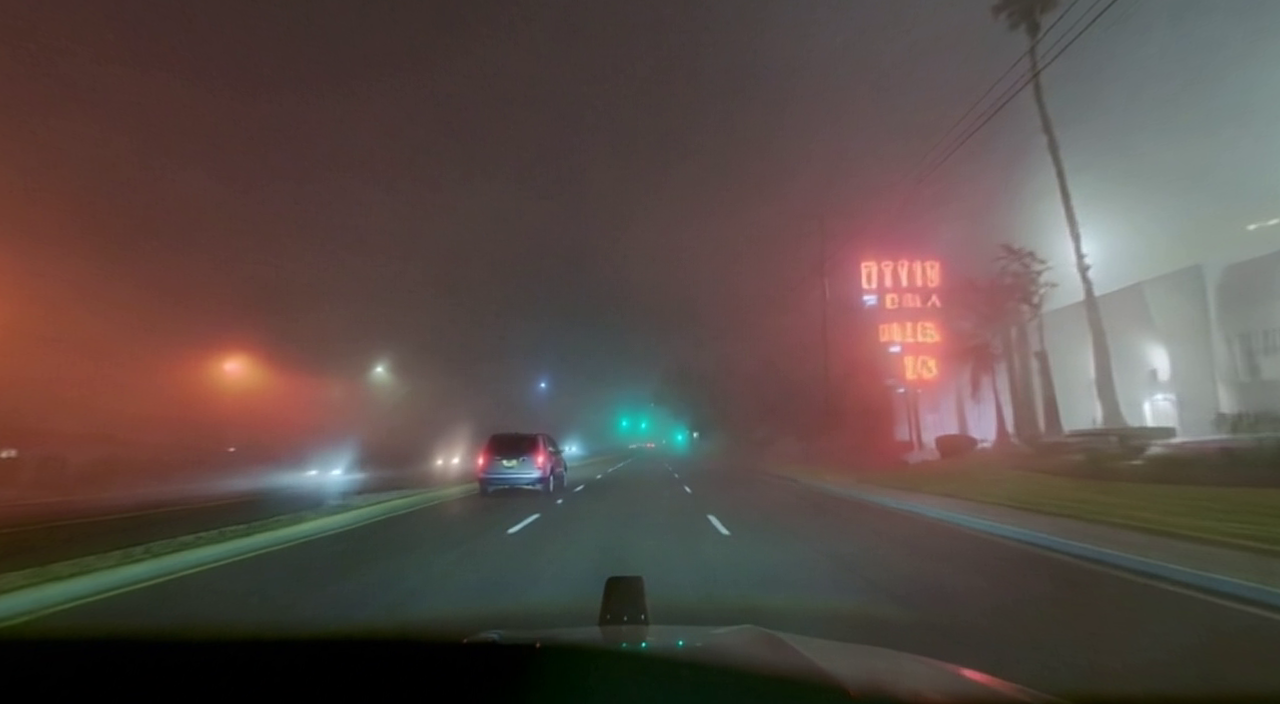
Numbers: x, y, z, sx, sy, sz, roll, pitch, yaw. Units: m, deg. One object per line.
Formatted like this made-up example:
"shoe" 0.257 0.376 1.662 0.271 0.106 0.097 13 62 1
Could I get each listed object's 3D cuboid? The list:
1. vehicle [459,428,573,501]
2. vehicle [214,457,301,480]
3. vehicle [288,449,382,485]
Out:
"vehicle" -3.138 2.963 17.037 2.062 1.693 4.669 0 -8 1
"vehicle" -27.041 8.218 44.656 4.782 1.473 2.204 8 -12 -43
"vehicle" -13.915 5.252 29.105 1.960 1.462 4.689 0 -8 1
